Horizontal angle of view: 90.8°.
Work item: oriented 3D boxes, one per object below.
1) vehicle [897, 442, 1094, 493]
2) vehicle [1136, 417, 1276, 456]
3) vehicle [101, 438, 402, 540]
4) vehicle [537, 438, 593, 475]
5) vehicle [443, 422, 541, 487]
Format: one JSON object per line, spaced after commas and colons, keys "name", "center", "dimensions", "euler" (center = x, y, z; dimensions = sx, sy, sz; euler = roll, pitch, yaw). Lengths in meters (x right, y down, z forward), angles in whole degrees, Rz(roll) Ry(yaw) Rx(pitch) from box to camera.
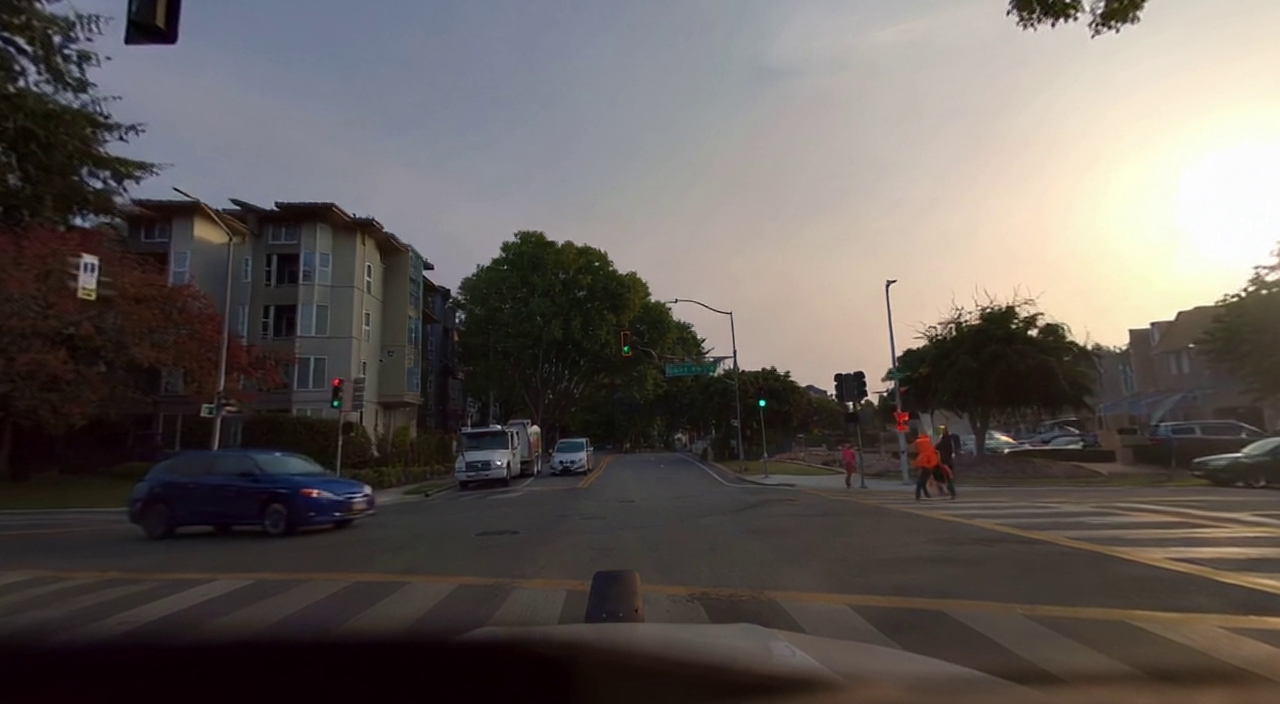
{"name": "vehicle", "center": [11.152, 3.641, 20.236], "dimensions": [5.158, 1.470, 2.012], "euler": [-4, -10, 26]}
{"name": "vehicle", "center": [33.268, 5.004, 37.291], "dimensions": [5.969, 2.225, 2.458], "euler": [0, -9, -4]}
{"name": "vehicle", "center": [-7.148, 2.514, 11.981], "dimensions": [4.390, 1.700, 2.048], "euler": [-1, -9, 5]}
{"name": "vehicle", "center": [-3.688, 5.233, 31.900], "dimensions": [2.302, 1.708, 4.764], "euler": [0, -9, 0]}
{"name": "vehicle", "center": [-6.499, 4.657, 28.999], "dimensions": [2.896, 2.560, 7.322], "euler": [0, -9, -1]}
